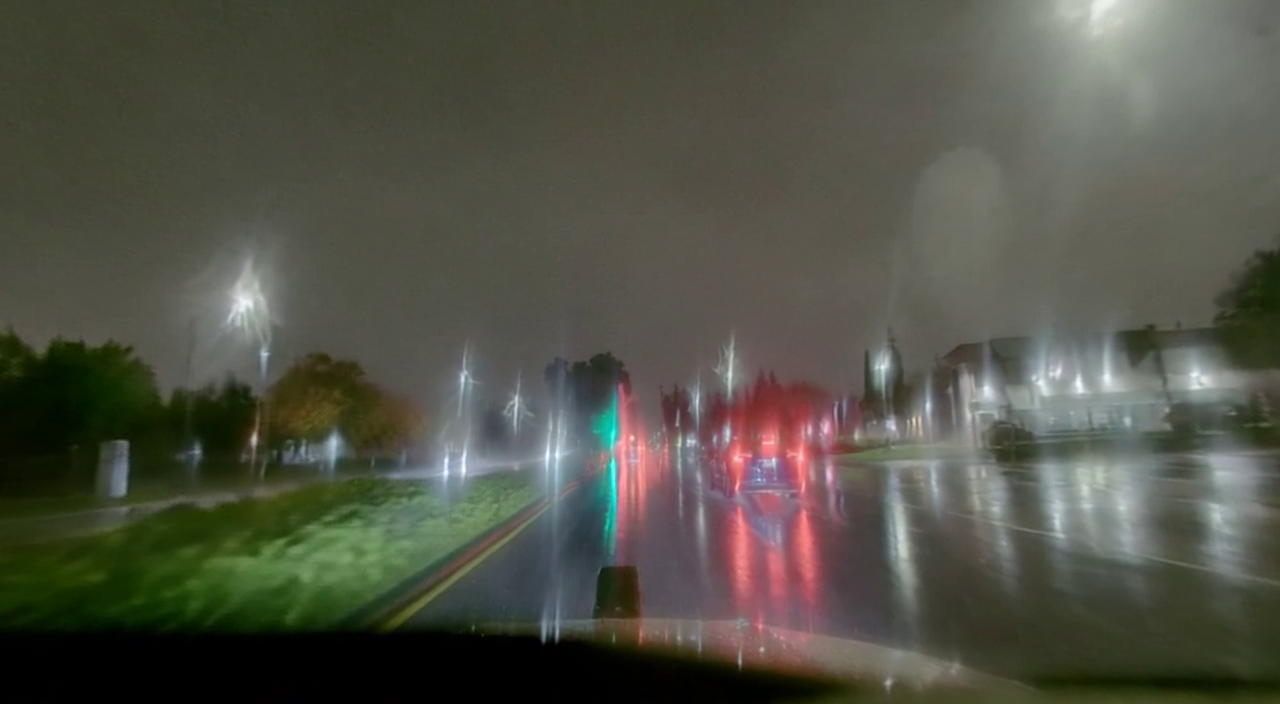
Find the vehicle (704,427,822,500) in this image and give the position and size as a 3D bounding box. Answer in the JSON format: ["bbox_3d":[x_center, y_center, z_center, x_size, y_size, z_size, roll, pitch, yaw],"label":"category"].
[{"bbox_3d":[2.997,2.851,16.585,1.995,1.616,4.729,0,-8,-2],"label":"vehicle"}]
